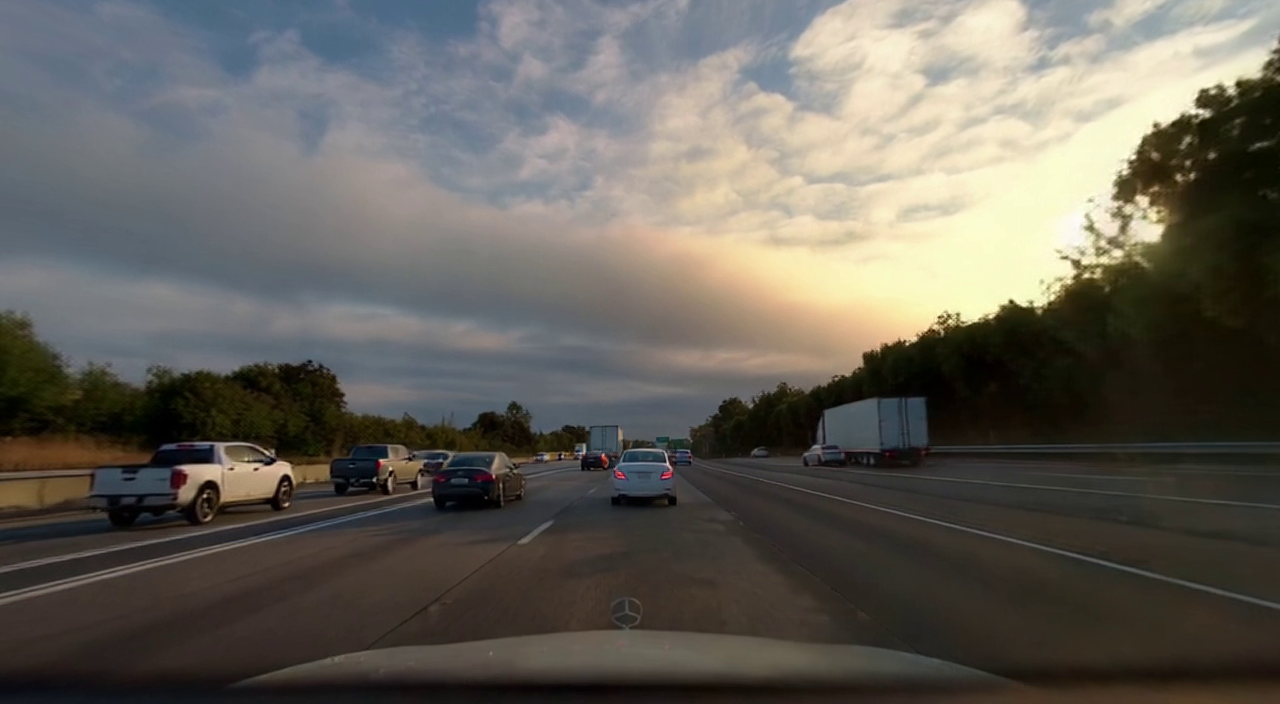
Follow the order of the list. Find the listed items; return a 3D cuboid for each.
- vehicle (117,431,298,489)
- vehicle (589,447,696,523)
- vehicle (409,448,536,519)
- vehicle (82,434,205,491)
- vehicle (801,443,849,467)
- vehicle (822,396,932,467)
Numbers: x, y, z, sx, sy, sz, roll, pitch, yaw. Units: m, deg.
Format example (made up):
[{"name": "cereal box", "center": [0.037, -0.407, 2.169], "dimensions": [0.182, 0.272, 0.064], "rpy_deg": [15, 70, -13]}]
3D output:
[{"name": "vehicle", "center": [-31.603, 8.032, 47.609], "dimensions": [2.803, 3.665, 14.746], "rpy_deg": [-1, -9, 2]}, {"name": "vehicle", "center": [0.073, 2.887, 14.183], "dimensions": [2.057, 1.449, 3.931], "rpy_deg": [0, -9, 1]}, {"name": "vehicle", "center": [-3.970, 3.176, 15.784], "dimensions": [1.929, 1.509, 4.331], "rpy_deg": [0, -9, 1]}, {"name": "vehicle", "center": [-31.844, 7.074, 40.802], "dimensions": [2.761, 3.380, 5.944], "rpy_deg": [-1, -9, 3]}, {"name": "vehicle", "center": [11.939, 6.673, 40.903], "dimensions": [1.892, 1.504, 4.000], "rpy_deg": [0, -9, 0]}, {"name": "vehicle", "center": [15.579, 5.567, 42.961], "dimensions": [2.825, 4.085, 12.815], "rpy_deg": [0, -9, 1]}]
